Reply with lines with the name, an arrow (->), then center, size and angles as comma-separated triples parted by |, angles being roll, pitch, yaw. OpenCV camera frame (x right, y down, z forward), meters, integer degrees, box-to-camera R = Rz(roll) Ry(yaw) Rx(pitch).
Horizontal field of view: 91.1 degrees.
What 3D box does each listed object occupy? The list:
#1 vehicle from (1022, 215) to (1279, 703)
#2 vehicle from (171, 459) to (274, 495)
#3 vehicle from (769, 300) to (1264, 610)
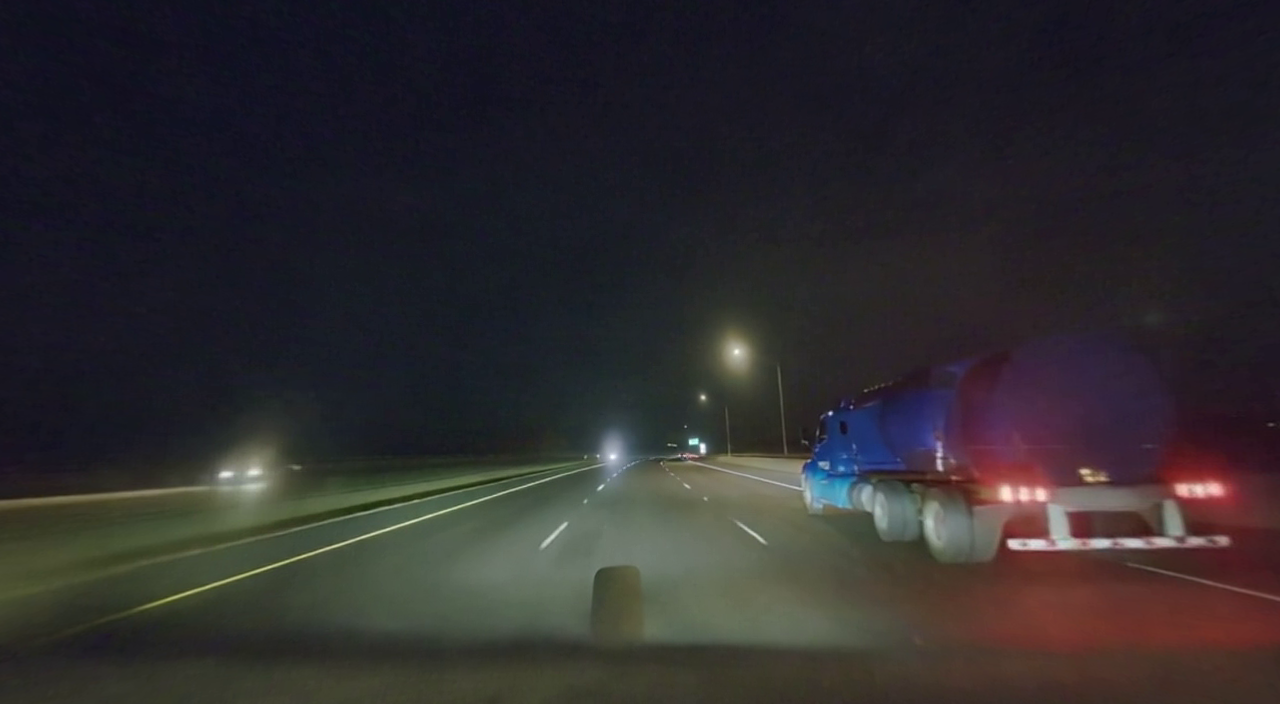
vehicle -> 4.182, 0.536, 2.736 | 2.215, 2.461, 4.234 | 0, -9, -1
vehicle -> -19.626, 5.859, 29.801 | 1.872, 1.509, 4.346 | -1, -9, 0
vehicle -> 4.039, 1.431, 9.263 | 2.436, 2.701, 7.451 | 0, -9, -2
